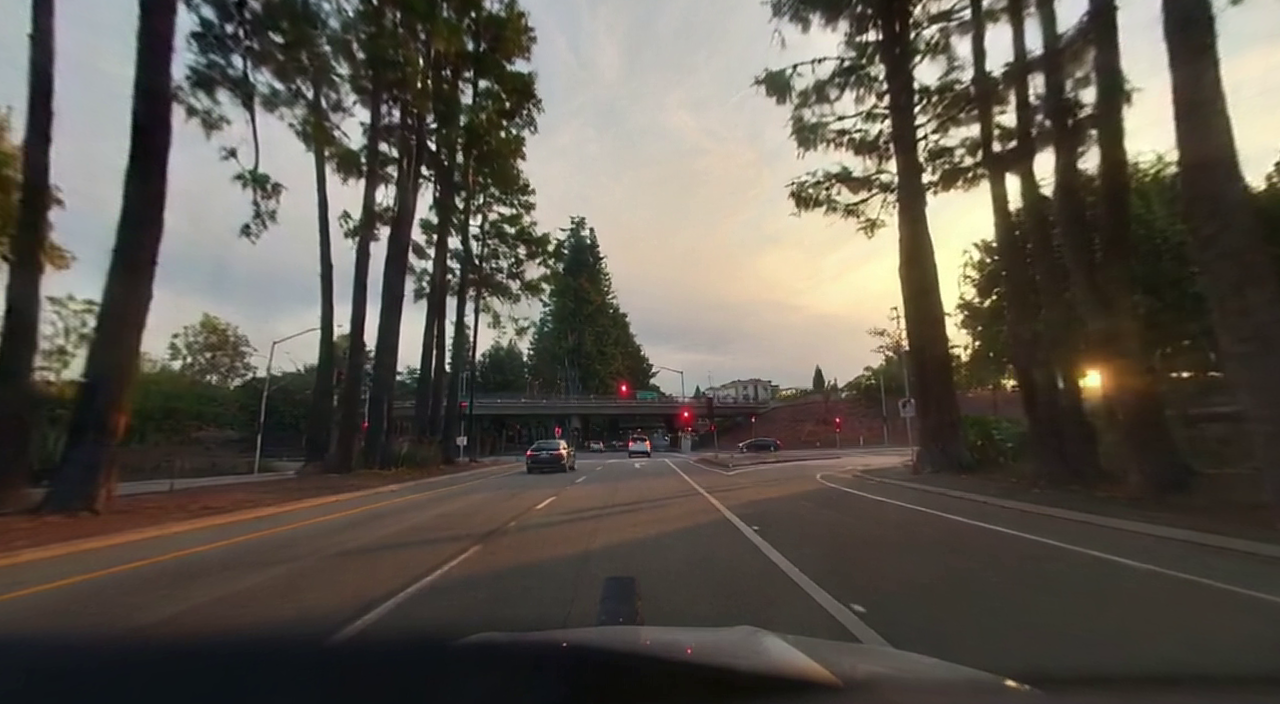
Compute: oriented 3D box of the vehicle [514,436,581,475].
[{"bbox_3d":[-3.750,4.289,26.324,2.082,1.472,4.310,0,-8,1],"label":"vehicle"}]
